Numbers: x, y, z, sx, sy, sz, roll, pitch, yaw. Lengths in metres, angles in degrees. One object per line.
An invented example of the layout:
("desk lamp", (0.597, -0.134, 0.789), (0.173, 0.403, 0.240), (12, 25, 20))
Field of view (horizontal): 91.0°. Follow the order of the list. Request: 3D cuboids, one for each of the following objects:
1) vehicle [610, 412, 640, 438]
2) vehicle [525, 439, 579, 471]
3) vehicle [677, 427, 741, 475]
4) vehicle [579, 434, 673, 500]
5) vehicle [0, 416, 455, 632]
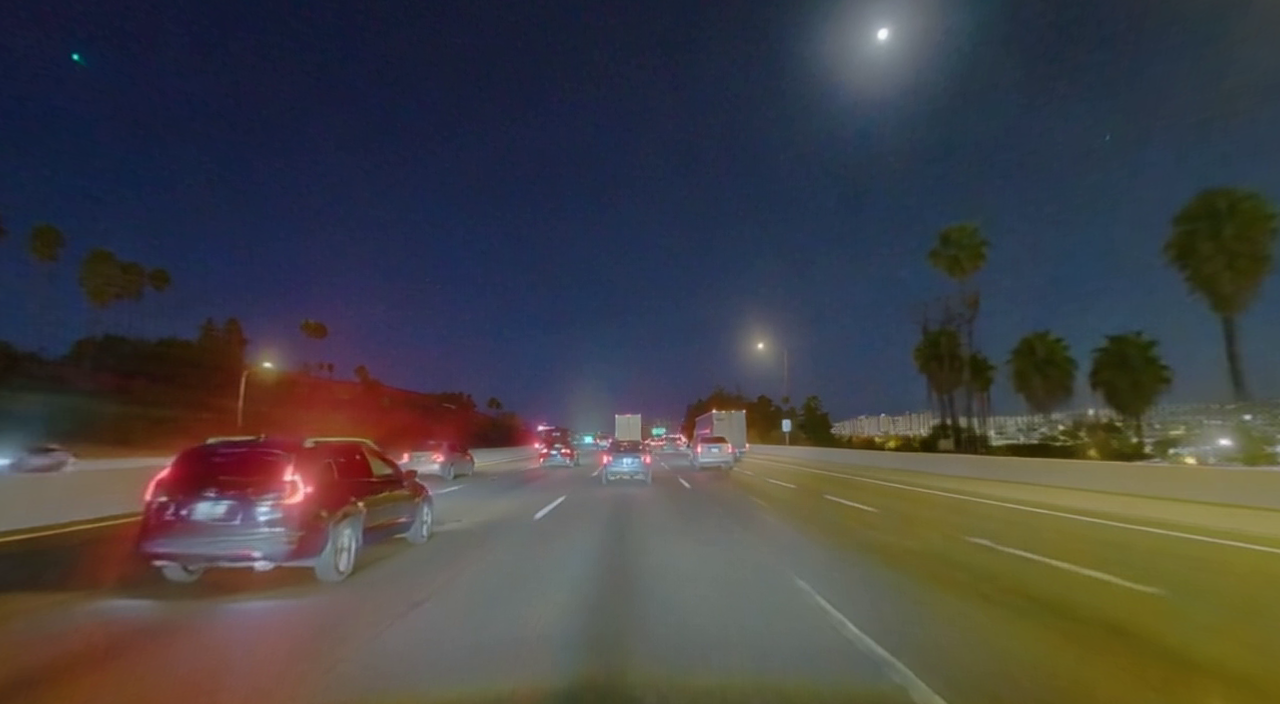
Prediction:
("vehicle", (-1.174, 5.679, 48.484), (2.206, 1.803, 4.569), (0, -8, -1))
("vehicle", (-4.149, 4.944, 30.385), (1.998, 1.423, 4.436), (0, -8, -1))
("vehicle", (2.891, 4.269, 27.382), (2.173, 1.870, 4.499), (0, -8, -1))
("vehicle", (-0.319, 2.886, 16.218), (2.136, 1.470, 3.971), (0, -8, 0))
("vehicle", (-3.677, 1.518, 6.658), (2.064, 1.475, 4.489), (0, -8, 0))
